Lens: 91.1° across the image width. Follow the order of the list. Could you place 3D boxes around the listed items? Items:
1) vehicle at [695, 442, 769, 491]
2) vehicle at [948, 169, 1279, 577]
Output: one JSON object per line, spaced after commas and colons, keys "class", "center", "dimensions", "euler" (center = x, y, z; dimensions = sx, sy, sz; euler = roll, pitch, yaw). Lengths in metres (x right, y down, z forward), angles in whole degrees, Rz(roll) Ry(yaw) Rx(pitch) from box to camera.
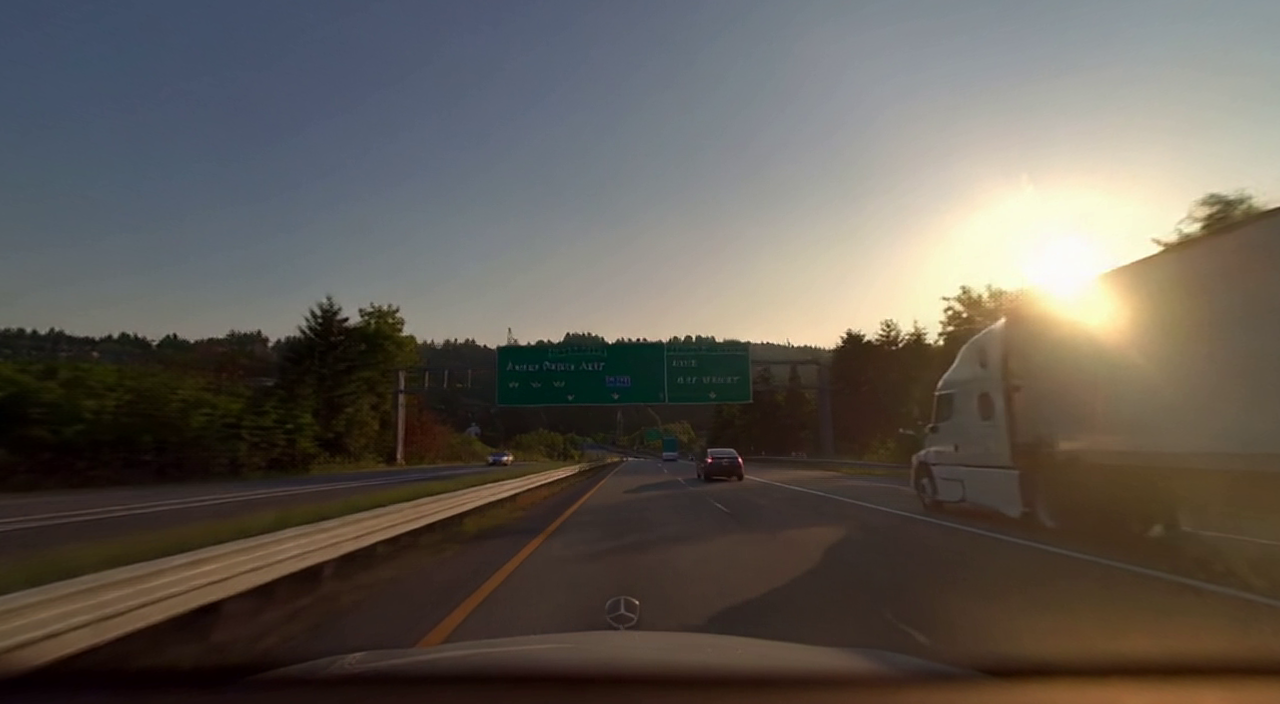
{"class": "vehicle", "center": [3.216, 4.078, 22.677], "dimensions": [2.024, 1.579, 3.707], "euler": [0, -9, -1]}
{"class": "vehicle", "center": [7.888, 0.126, 5.831], "dimensions": [2.907, 4.042, 13.858], "euler": [0, -9, -1]}
